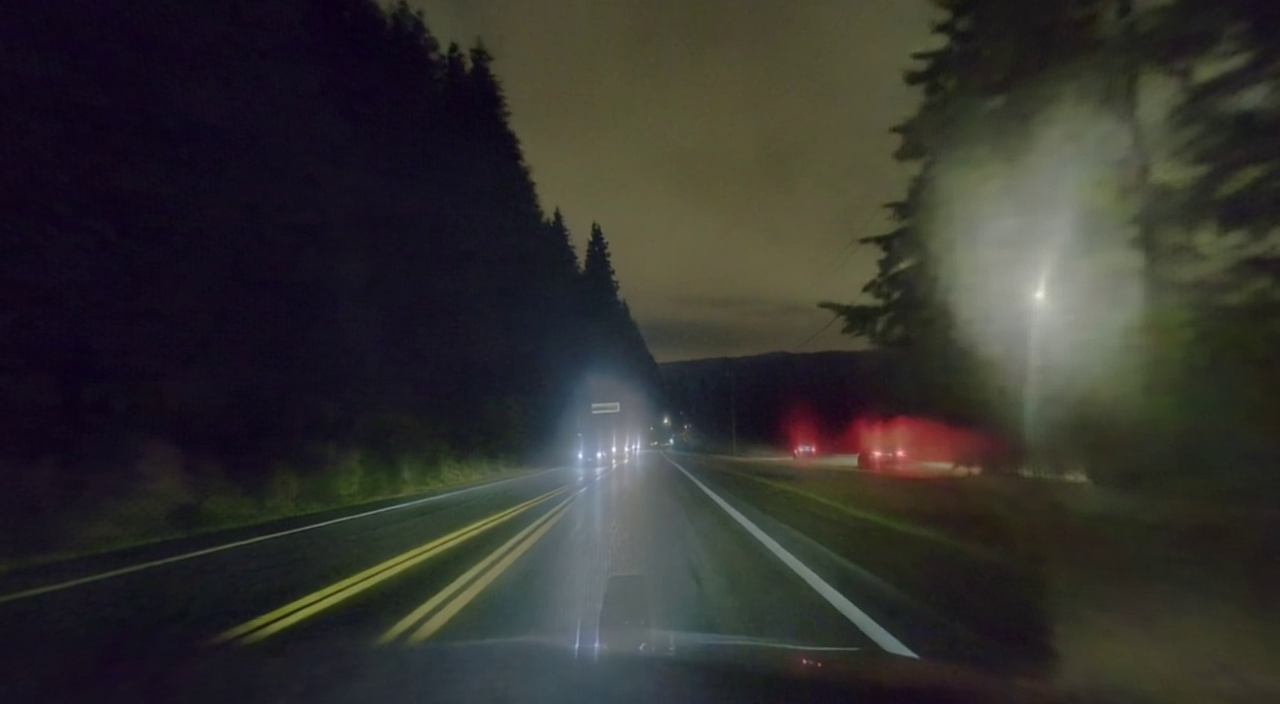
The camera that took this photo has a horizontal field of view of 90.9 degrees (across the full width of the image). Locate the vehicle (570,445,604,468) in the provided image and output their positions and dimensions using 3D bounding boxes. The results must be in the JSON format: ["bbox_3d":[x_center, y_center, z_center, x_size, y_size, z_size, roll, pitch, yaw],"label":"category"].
[{"bbox_3d":[-3.562,7.076,42.946,1.816,1.473,3.689,0,-8,2],"label":"vehicle"}]
